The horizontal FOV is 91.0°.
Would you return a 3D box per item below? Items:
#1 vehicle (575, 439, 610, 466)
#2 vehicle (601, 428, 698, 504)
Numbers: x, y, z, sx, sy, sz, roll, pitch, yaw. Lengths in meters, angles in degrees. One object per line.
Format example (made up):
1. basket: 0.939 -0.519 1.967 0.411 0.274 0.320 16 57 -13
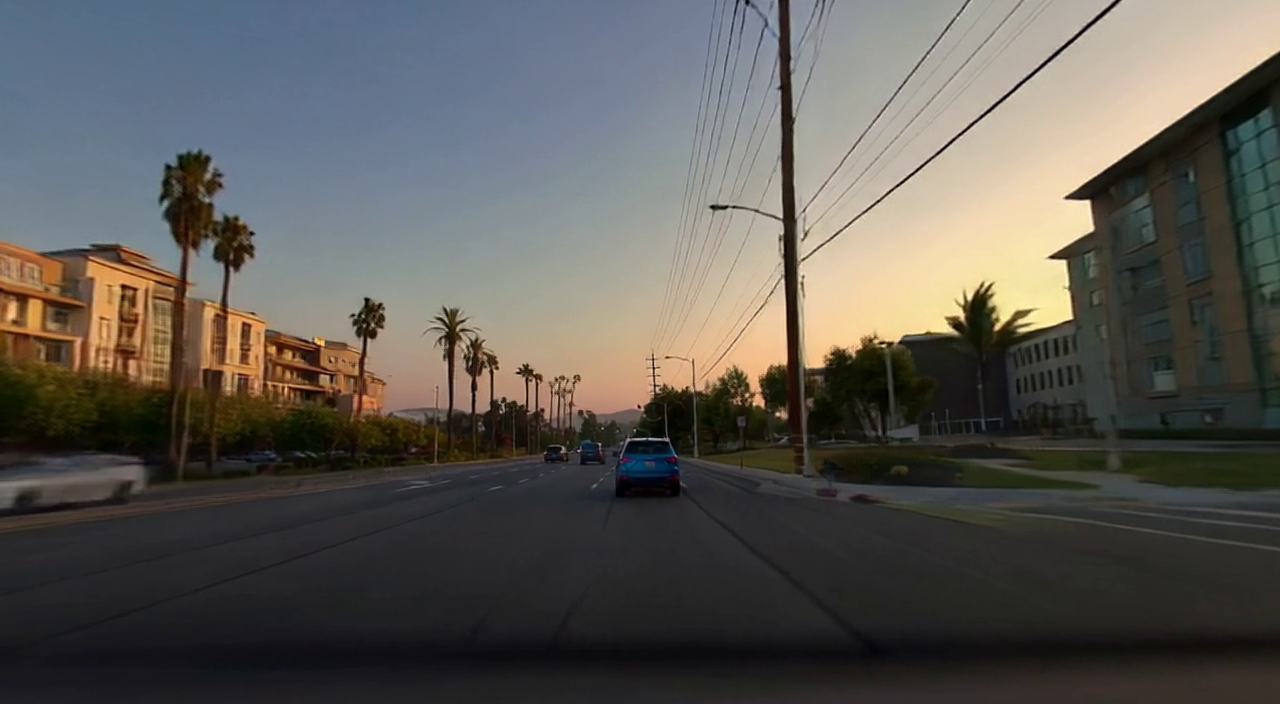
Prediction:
1. vehicle: -3.405 7.348 46.124 2.169 1.796 4.821 0 -9 1
2. vehicle: 0.181 2.904 16.450 2.198 1.706 4.166 0 -9 -1
